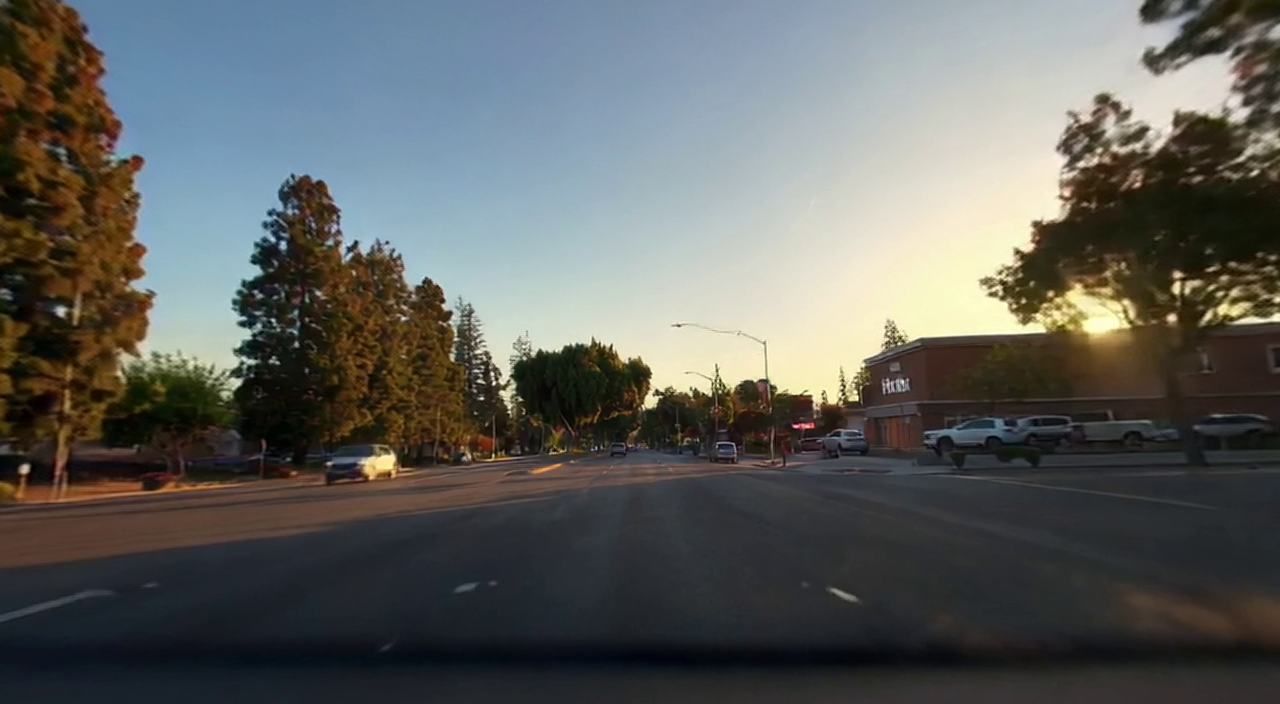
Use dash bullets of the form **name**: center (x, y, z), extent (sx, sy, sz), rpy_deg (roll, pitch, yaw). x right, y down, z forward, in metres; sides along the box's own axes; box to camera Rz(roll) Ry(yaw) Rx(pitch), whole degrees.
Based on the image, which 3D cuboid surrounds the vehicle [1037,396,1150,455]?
- **vehicle**: center (25.893, 4.305, 36.414), extent (4.543, 3.105, 4.010), rpy_deg (-4, -10, 27)

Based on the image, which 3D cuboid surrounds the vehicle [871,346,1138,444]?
- **vehicle**: center (26.026, 3.454, 46.671), extent (16.415, 6.611, 1.394), rpy_deg (-4, -9, 26)

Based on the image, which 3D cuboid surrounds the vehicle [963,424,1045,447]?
- **vehicle**: center (24.886, 5.740, 43.372), extent (4.712, 1.527, 0.932), rpy_deg (-4, -10, 27)

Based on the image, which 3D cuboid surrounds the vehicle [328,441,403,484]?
- **vehicle**: center (-11.600, 4.669, 26.904), extent (1.813, 1.727, 3.009), rpy_deg (0, -9, 0)

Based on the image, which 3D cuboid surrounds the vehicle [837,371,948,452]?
- **vehicle**: center (15.751, 3.804, 38.921), extent (9.886, 4.618, 0.062), rpy_deg (5, -10, -30)

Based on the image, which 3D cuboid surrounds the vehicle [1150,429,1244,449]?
- **vehicle**: center (28.943, 4.537, 32.903), extent (3.278, 0.997, 1.511), rpy_deg (-1, -9, 7)
